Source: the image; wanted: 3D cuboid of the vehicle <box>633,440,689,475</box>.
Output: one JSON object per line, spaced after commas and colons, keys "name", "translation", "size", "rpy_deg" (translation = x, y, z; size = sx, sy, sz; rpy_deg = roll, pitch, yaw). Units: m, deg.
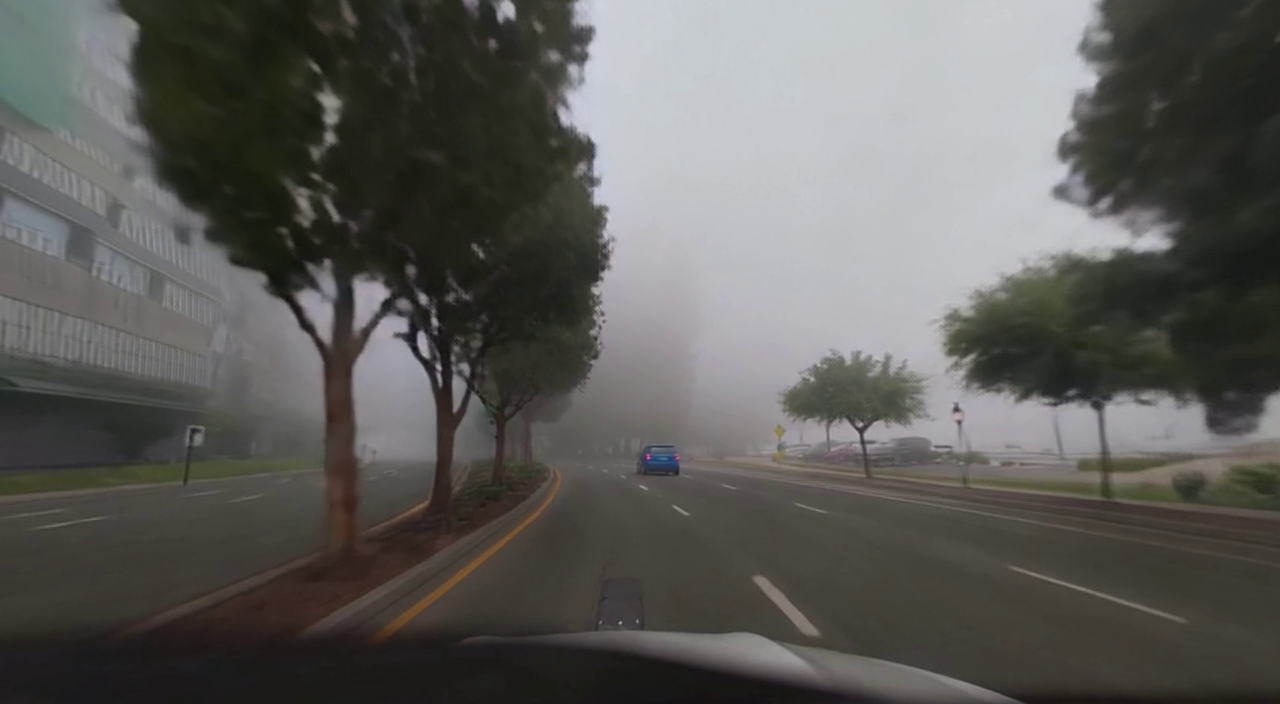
{"name": "vehicle", "translation": [0.966, 5.300, 31.973], "size": [2.165, 1.633, 4.381], "rpy_deg": [1, -8, -7]}
